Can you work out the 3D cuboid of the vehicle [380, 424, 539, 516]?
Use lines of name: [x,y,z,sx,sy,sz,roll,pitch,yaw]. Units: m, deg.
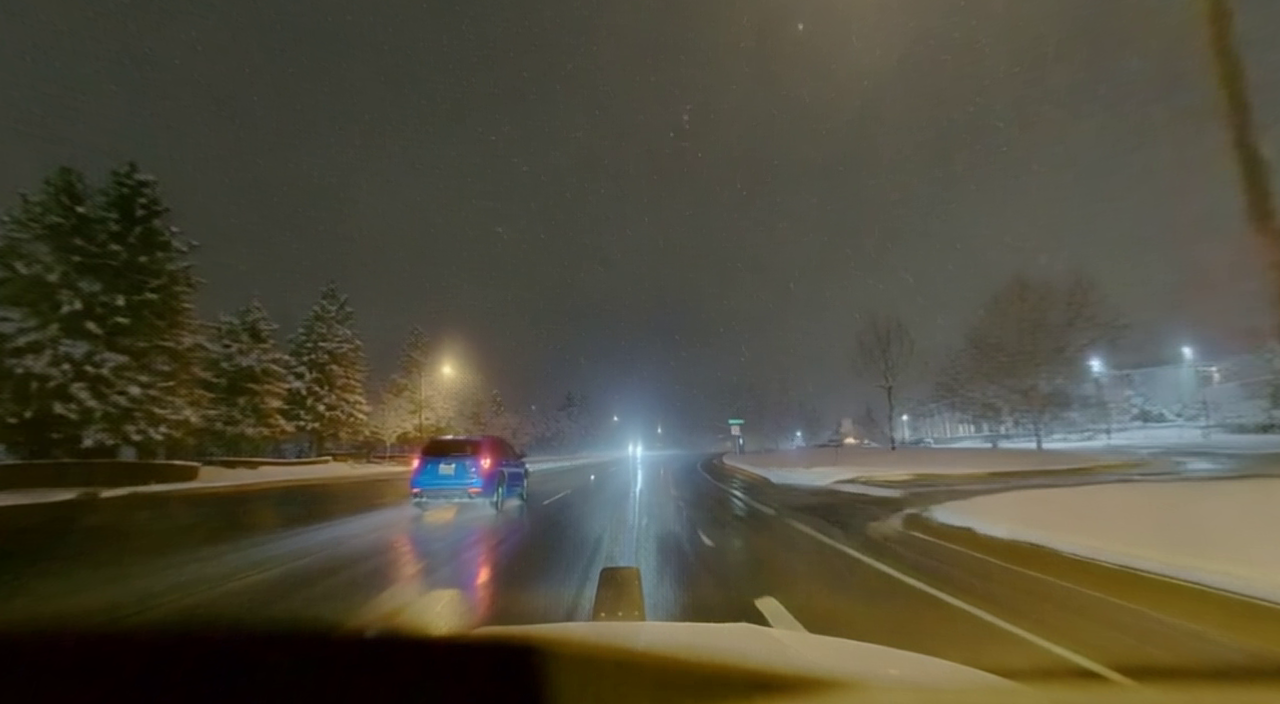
vehicle: [-3.778,2.566,14.216,2.121,1.724,4.392,-1,-9,2]
